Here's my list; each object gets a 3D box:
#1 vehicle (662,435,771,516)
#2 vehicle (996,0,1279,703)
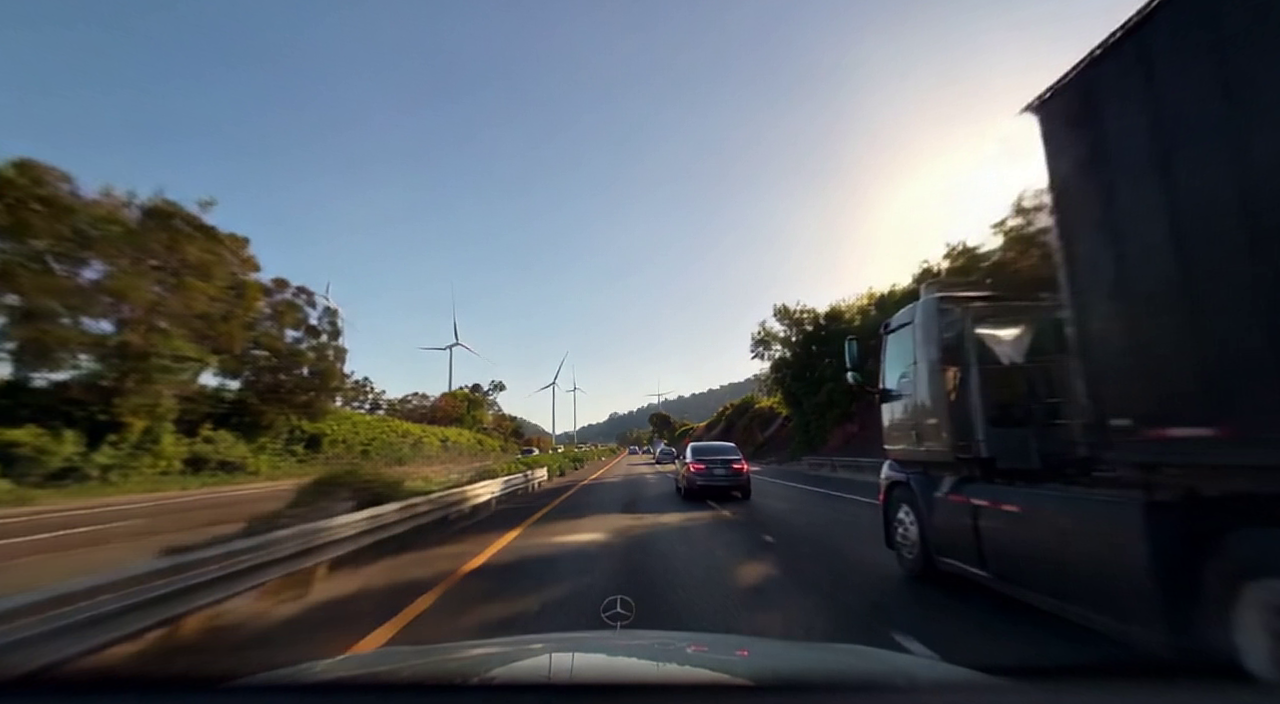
[{"bbox_3d":[1.633,2.828,15.017,2.038,1.624,4.312,0,-8,0],"label":"vehicle"},{"bbox_3d":[4.690,-0.325,2.407,3.157,3.956,5.545,0,-8,-1],"label":"vehicle"}]
